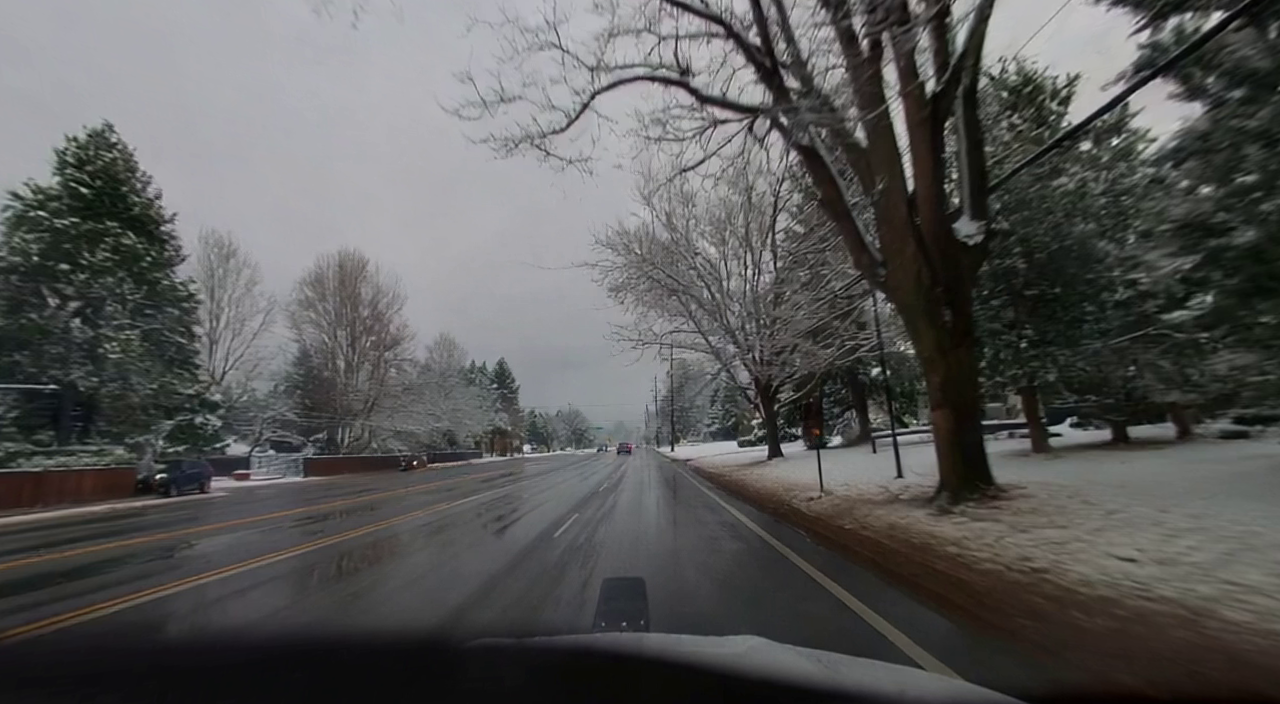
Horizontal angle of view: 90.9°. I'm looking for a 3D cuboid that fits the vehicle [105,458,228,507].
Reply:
[{"bbox_3d":[-20.607,5.663,27.723,1.893,1.823,4.450,0,-8,0],"label":"vehicle"}]
